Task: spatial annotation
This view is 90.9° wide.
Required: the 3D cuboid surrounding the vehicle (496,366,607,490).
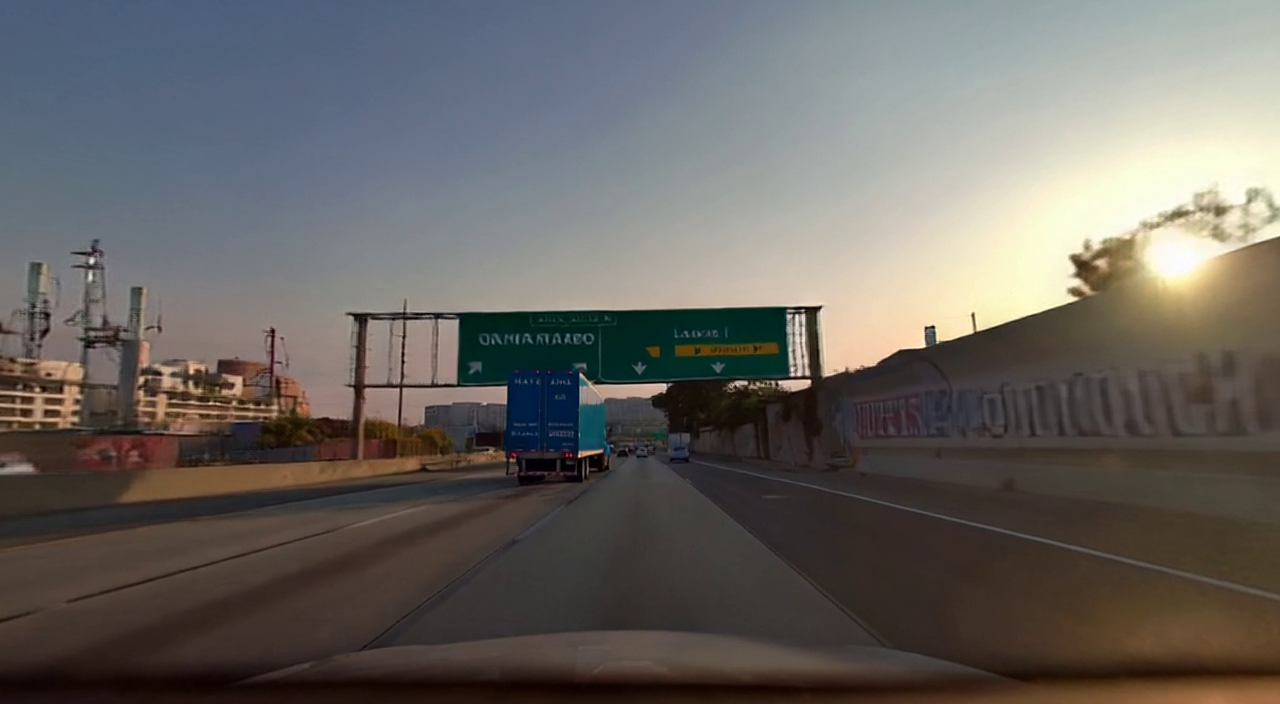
[{"bbox_3d":[-3.156,3.069,25.285,2.977,4.048,8.890,-1,-8,1],"label":"vehicle"}]
